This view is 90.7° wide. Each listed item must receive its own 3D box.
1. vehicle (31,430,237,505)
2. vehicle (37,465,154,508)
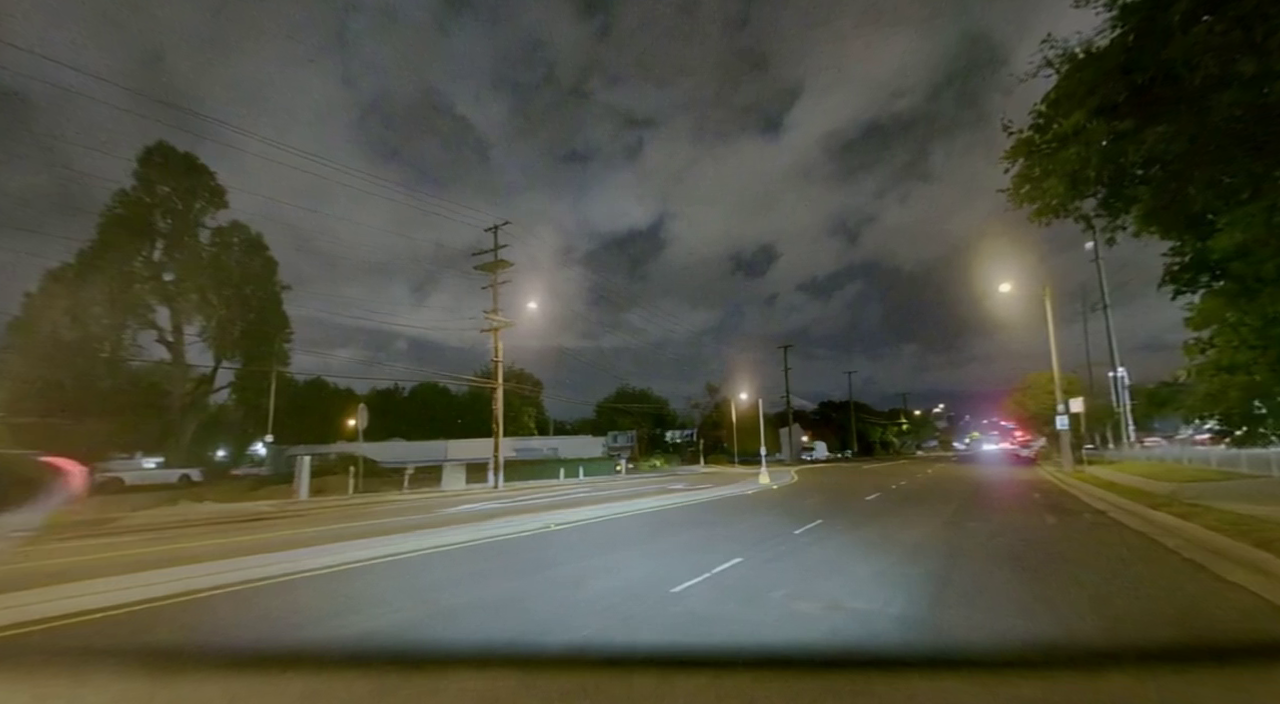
[{"bbox_3d":[-28.256,6.511,35.322,11.101,3.738,2.966,-5,-10,17],"label":"vehicle"},{"bbox_3d":[-27.151,6.696,31.600,4.467,1.929,2.134,-3,-9,15],"label":"vehicle"}]
